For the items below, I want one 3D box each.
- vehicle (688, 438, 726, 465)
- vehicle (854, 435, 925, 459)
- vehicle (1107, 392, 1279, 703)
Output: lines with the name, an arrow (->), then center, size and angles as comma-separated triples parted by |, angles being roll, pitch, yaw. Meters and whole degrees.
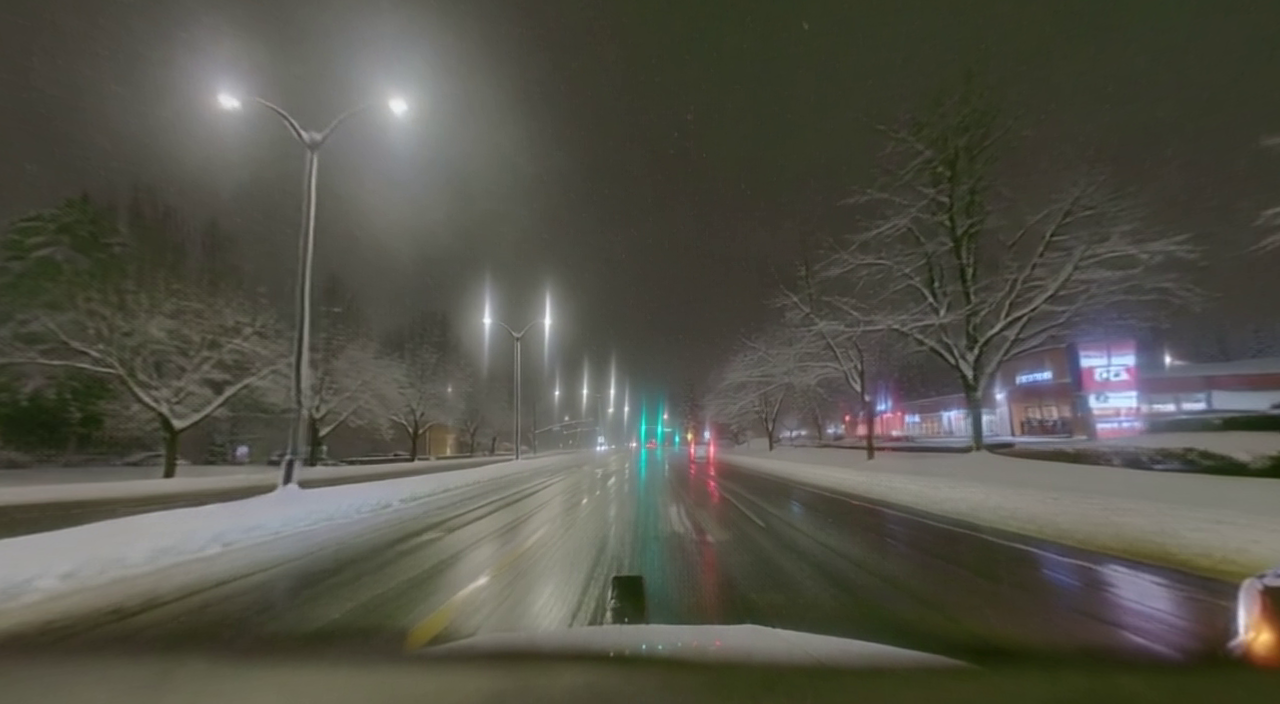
vehicle -> 4.376, 6.603, 41.949 | 2.007, 1.683, 4.171 | 0, -8, -1
vehicle -> 18.312, 6.964, 46.405 | 4.386, 1.701, 2.121 | -1, -8, 3
vehicle -> 3.567, 0.710, 1.050 | 1.995, 1.528, 4.732 | 0, -8, 1
